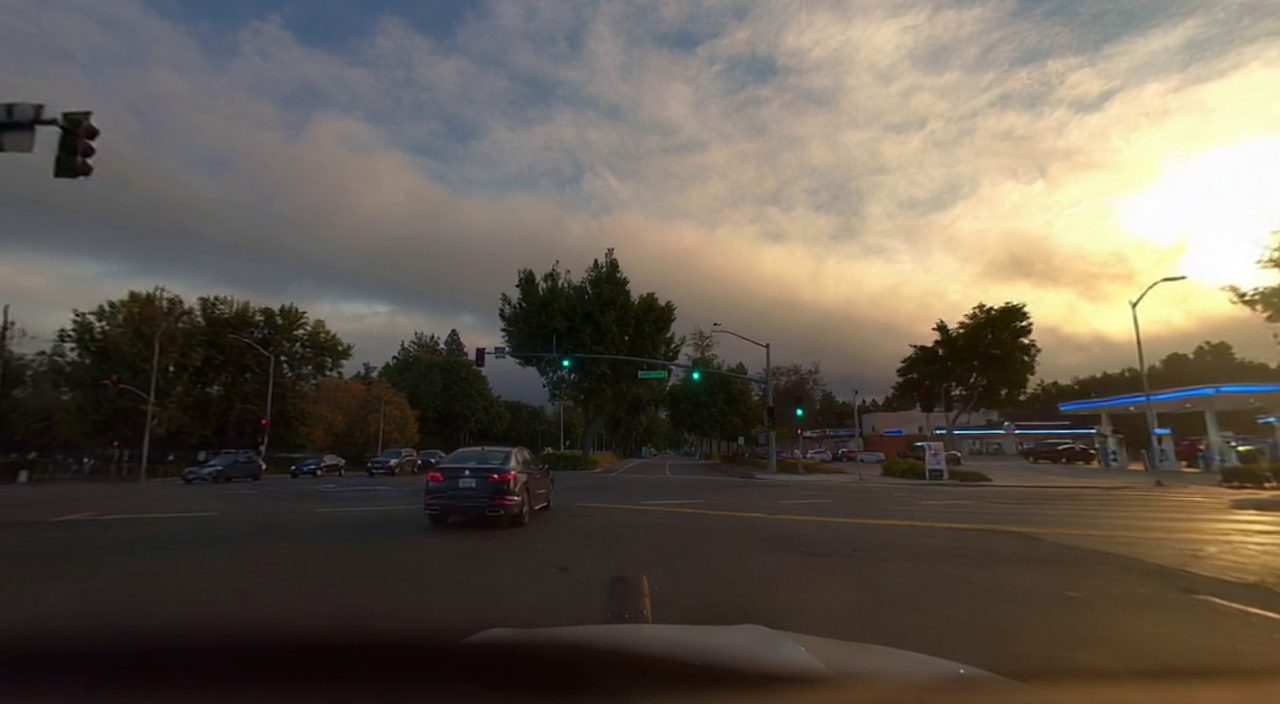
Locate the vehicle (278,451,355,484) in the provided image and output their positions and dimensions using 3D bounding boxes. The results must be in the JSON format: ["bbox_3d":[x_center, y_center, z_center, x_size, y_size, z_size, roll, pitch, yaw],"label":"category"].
[{"bbox_3d":[-17.370,6.184,34.111,1.887,1.635,4.281,0,-9,0],"label":"vehicle"}]

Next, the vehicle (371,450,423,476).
[{"bbox_3d":[-17.596,8.040,45.887,2.032,1.741,4.450,0,-9,0],"label":"vehicle"}]

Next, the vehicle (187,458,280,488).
[{"bbox_3d":[-20.840,6.194,32.569,1.821,1.371,4.545,0,-9,-1],"label":"vehicle"}]

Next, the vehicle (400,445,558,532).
[{"bbox_3d":[-3.086,2.713,13.216,2.041,1.483,4.533,0,-9,1],"label":"vehicle"}]

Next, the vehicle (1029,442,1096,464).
[{"bbox_3d":[33.010,7.898,49.401,2.148,1.679,4.197,1,-9,-5],"label":"vehicle"}]

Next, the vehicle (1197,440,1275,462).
[{"bbox_3d":[40.168,6.709,42.507,3.518,1.433,1.763,1,-9,-5],"label":"vehicle"}]
